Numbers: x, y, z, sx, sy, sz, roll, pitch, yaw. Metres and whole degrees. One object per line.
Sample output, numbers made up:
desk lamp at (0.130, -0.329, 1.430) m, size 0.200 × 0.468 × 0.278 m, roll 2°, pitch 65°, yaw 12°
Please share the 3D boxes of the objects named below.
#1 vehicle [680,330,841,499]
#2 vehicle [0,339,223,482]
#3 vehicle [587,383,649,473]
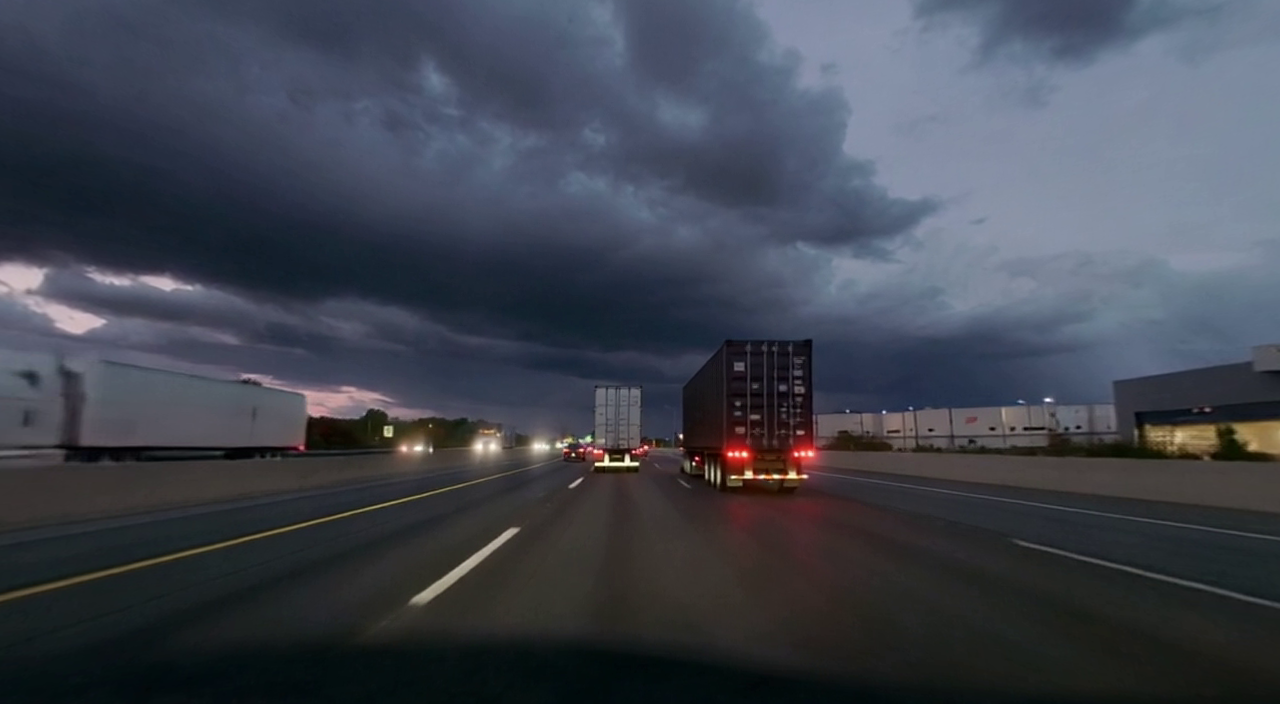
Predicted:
vehicle at (3.289, 2.419, 21.684) m, size 2.803 × 4.072 × 12.744 m, roll 0°, pitch -8°, yaw -1°
vehicle at (-20.795, 2.371, 23.074) m, size 3.084 × 4.220 × 12.355 m, roll 0°, pitch -9°, yaw -2°
vehicle at (-1.048, 4.370, 35.047) m, size 2.841 × 4.071 × 12.046 m, roll 0°, pitch -8°, yaw 0°
